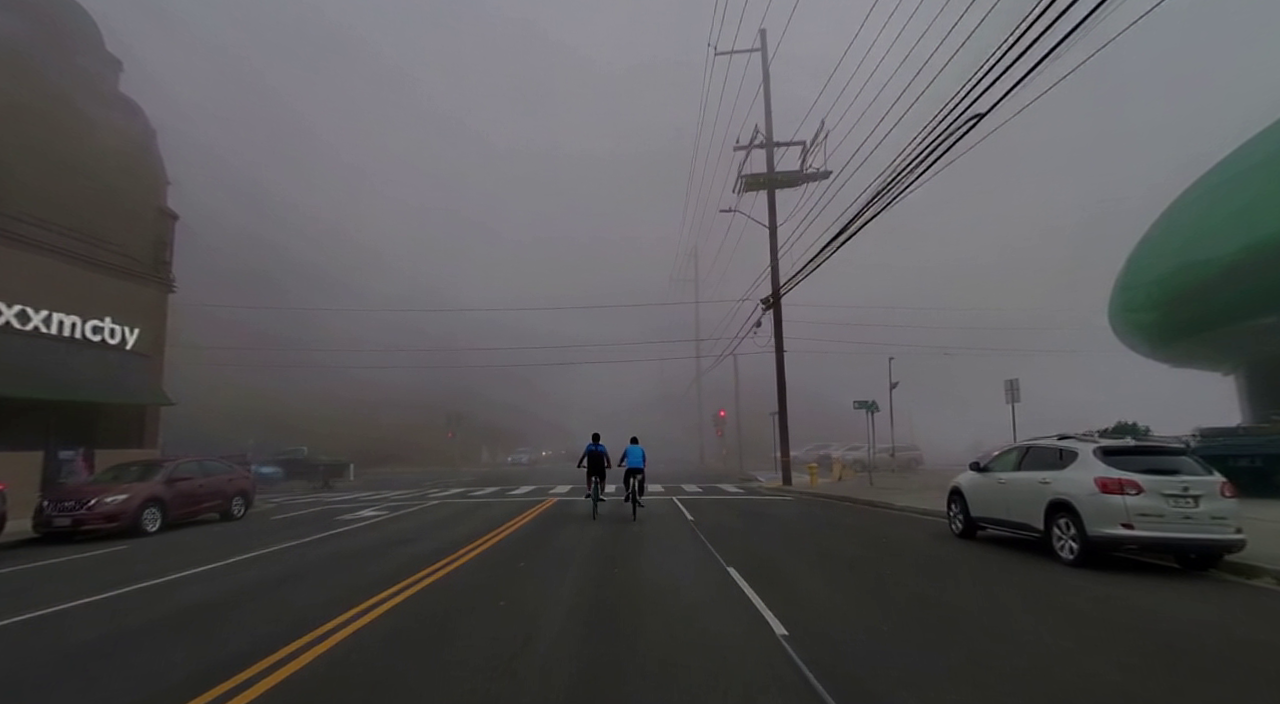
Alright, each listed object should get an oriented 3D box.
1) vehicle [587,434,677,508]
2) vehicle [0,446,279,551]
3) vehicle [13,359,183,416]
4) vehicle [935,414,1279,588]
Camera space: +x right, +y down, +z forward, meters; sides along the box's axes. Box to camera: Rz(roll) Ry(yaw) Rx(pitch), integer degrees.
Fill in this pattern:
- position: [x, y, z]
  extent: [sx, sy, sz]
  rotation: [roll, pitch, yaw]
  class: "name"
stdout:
- position: [-0.165, 3.208, 17.474]
  extent: [2.190, 1.783, 4.048]
  rotation: [0, -8, 1]
  class: "vehicle"
- position: [-10.250, 2.946, 13.617]
  extent: [2.075, 1.816, 4.900]
  rotation: [0, -8, -1]
  class: "vehicle"
- position: [-17.103, 1.168, 20.099]
  extent: [3.685, 1.584, 1.708]
  rotation: [1, -9, -3]
  class: "vehicle"
- position: [5.826, 1.777, 8.348]
  extent: [1.873, 1.714, 3.979]
  rotation: [0, -8, 0]
  class: "vehicle"
